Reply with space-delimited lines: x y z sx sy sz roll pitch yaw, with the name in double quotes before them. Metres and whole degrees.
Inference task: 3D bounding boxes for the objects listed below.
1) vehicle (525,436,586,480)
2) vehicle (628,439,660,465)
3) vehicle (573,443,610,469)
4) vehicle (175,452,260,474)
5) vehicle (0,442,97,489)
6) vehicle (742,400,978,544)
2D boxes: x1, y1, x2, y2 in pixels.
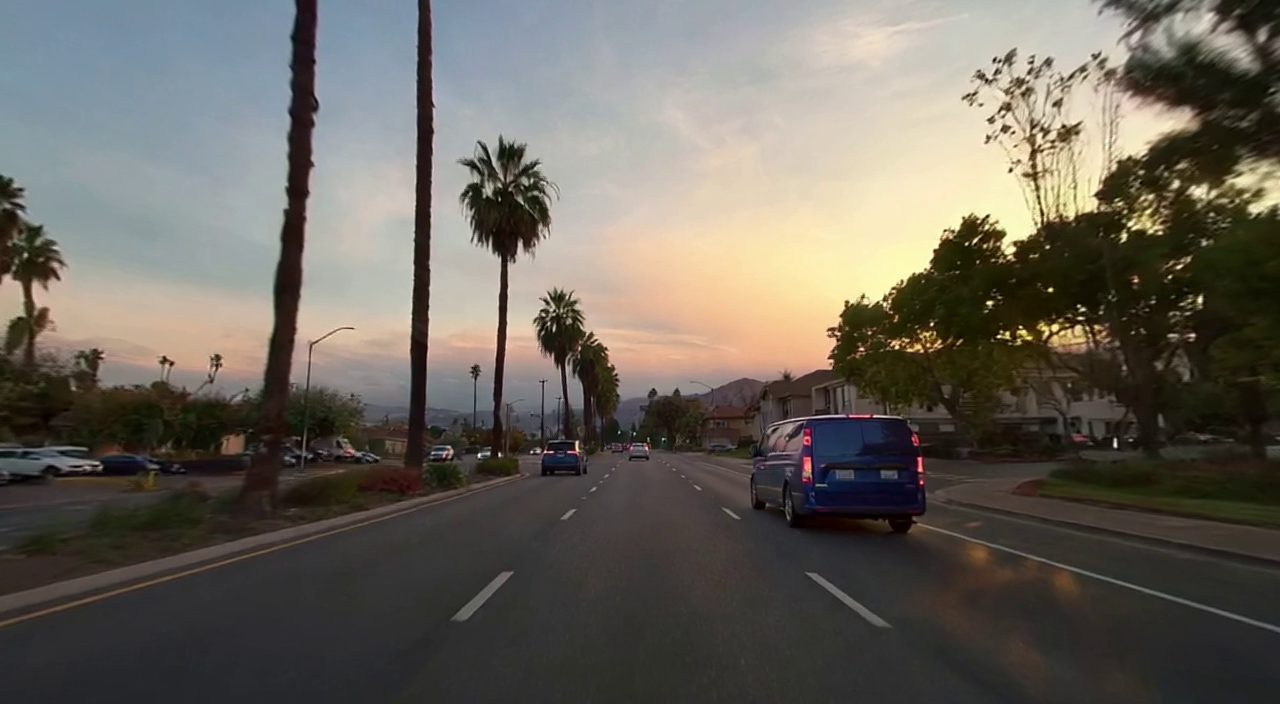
"vehicle" -3.477 4.433 26.707 1.967 1.703 4.157 0 -8 1
"vehicle" 0.240 7.105 45.183 2.191 1.761 3.857 0 -9 0
"vehicle" -2.803 6.142 37.505 1.869 1.454 4.142 0 -8 0
"vehicle" -28.595 7.505 42.819 4.371 1.393 1.867 0 -9 -1
"vehicle" -29.099 5.144 28.825 6.396 2.029 2.355 0 -8 0
"vehicle" 3.346 1.960 10.946 2.234 1.912 4.847 0 -9 -1
